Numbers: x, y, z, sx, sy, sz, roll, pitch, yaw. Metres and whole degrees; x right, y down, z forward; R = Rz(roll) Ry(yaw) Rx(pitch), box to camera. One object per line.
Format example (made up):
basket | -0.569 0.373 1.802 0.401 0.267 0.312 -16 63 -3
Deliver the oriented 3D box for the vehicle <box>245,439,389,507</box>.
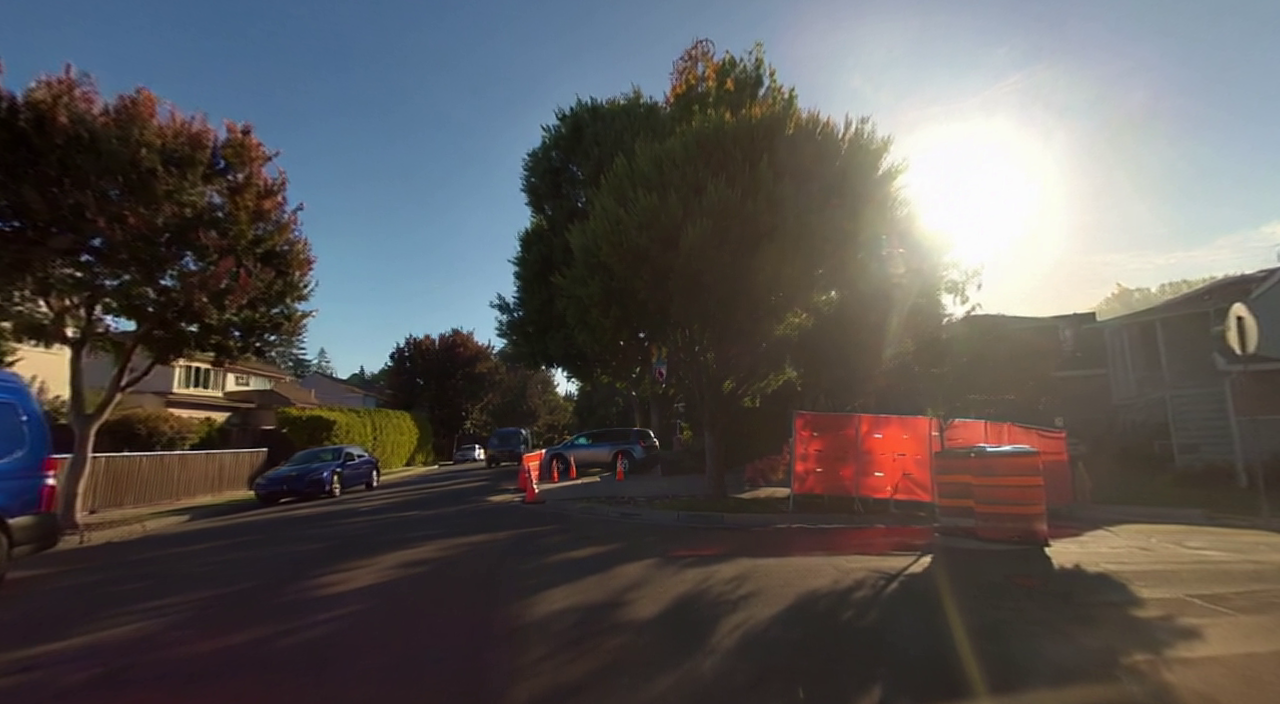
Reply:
vehicle | -8.316 3.098 16.674 1.899 1.524 4.082 0 -8 -5

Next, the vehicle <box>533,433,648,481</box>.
vehicle | -1.543 3.453 21.126 1.827 1.436 4.070 -5 -9 30

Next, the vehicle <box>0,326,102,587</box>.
vehicle | -7.092 0.796 3.715 2.284 2.500 7.006 -2 -6 -6

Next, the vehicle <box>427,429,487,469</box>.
vehicle | -9.651 5.123 33.665 2.042 1.937 4.960 0 -8 -4

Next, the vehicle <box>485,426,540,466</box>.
vehicle | -6.681 4.962 33.519 2.219 1.984 4.712 0 -8 -3
